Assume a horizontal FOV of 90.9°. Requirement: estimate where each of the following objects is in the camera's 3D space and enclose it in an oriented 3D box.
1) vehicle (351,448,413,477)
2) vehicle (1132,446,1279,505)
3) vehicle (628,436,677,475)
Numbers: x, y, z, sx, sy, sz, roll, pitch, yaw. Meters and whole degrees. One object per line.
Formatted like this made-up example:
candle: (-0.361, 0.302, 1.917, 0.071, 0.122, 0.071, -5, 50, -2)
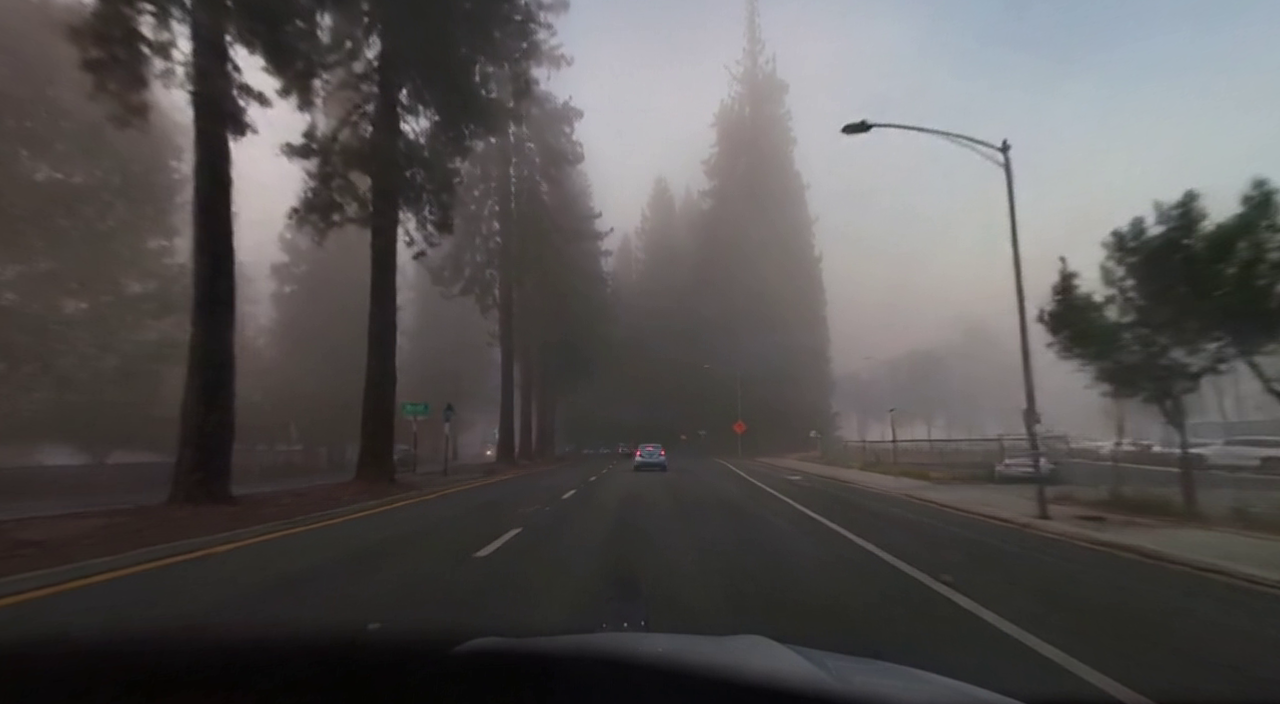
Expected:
vehicle: (-16.544, 7.078, 40.666, 2.034, 1.725, 4.470, 0, -9, 0)
vehicle: (15.827, 3.202, 16.609, 4.205, 1.441, 1.781, 0, -9, -1)
vehicle: (0.529, 4.856, 29.756, 2.135, 1.691, 3.884, 0, -9, -1)
